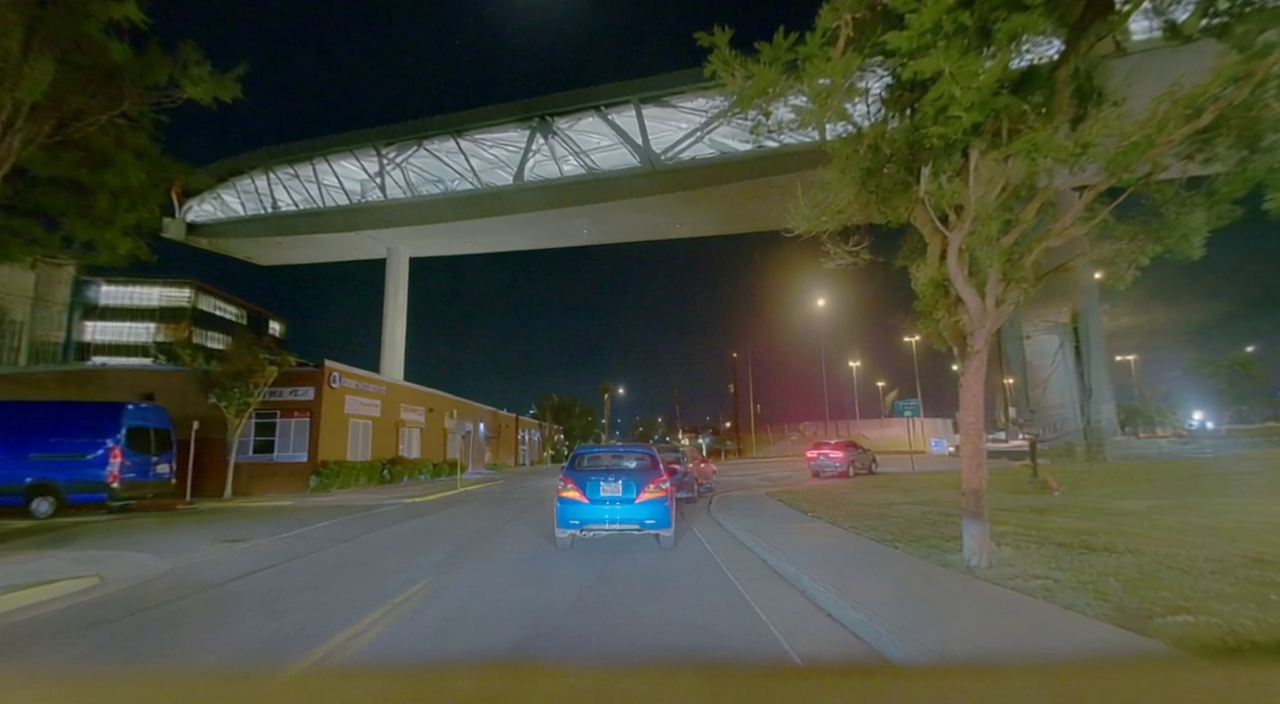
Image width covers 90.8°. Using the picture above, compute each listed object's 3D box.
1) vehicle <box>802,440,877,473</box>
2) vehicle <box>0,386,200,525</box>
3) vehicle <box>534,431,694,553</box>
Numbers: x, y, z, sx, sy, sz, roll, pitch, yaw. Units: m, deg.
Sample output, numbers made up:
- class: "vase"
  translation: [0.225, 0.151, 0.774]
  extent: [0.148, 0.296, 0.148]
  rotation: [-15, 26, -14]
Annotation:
- class: "vehicle"
  translation: [11.774, 6.115, 37.257]
  extent: [4.425, 1.828, 2.032]
  rotation: [7, -11, -38]
- class: "vehicle"
  translation: [-13.546, 2.279, 14.092]
  extent: [5.356, 2.762, 2.644]
  rotation: [0, -9, 1]
- class: "vehicle"
  translation: [-0.277, 2.190, 10.666]
  extent: [2.087, 1.578, 4.652]
  rotation: [0, -8, 2]
